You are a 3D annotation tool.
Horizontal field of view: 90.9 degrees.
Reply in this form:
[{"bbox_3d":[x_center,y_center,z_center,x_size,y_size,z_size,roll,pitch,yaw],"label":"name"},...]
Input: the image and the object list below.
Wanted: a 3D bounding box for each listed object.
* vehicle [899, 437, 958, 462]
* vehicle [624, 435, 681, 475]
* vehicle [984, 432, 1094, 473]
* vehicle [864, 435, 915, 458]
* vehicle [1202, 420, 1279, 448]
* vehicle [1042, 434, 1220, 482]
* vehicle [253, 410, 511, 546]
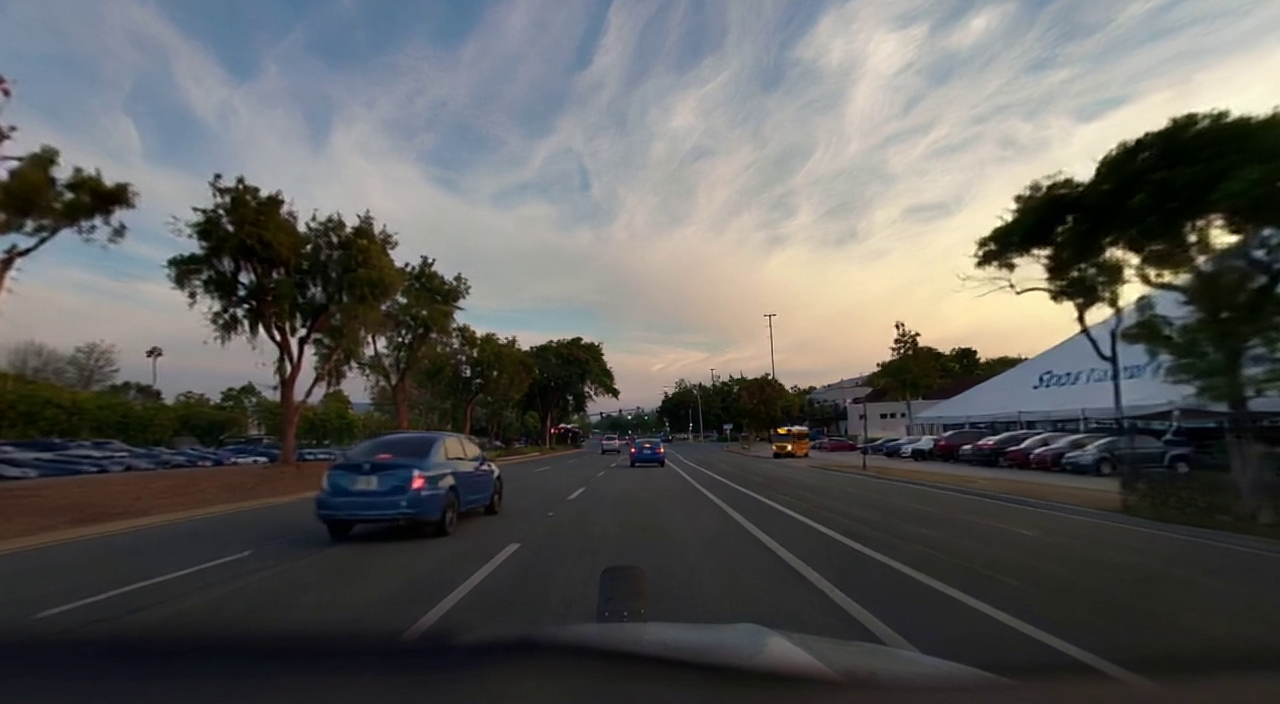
[{"bbox_3d":[18.970,6.415,41.673,1.826,1.532,4.290,0,-9,-1],"label":"vehicle"},{"bbox_3d":[0.456,4.192,25.814,2.123,1.498,4.226,0,-9,-1],"label":"vehicle"},{"bbox_3d":[18.833,4.778,30.081,1.965,1.749,4.838,0,-9,-1],"label":"vehicle"},{"bbox_3d":[18.874,7.179,47.982,1.841,1.680,4.842,0,-9,-1],"label":"vehicle"},{"bbox_3d":[33.062,4.409,33.727,4.215,1.462,1.883,0,-9,-2],"label":"vehicle"},{"bbox_3d":[18.890,4.112,24.796,2.229,1.661,5.991,0,-9,1],"label":"vehicle"},{"bbox_3d":[-3.576,1.850,9.835,2.148,1.636,4.199,0,-9,1],"label":"vehicle"}]
